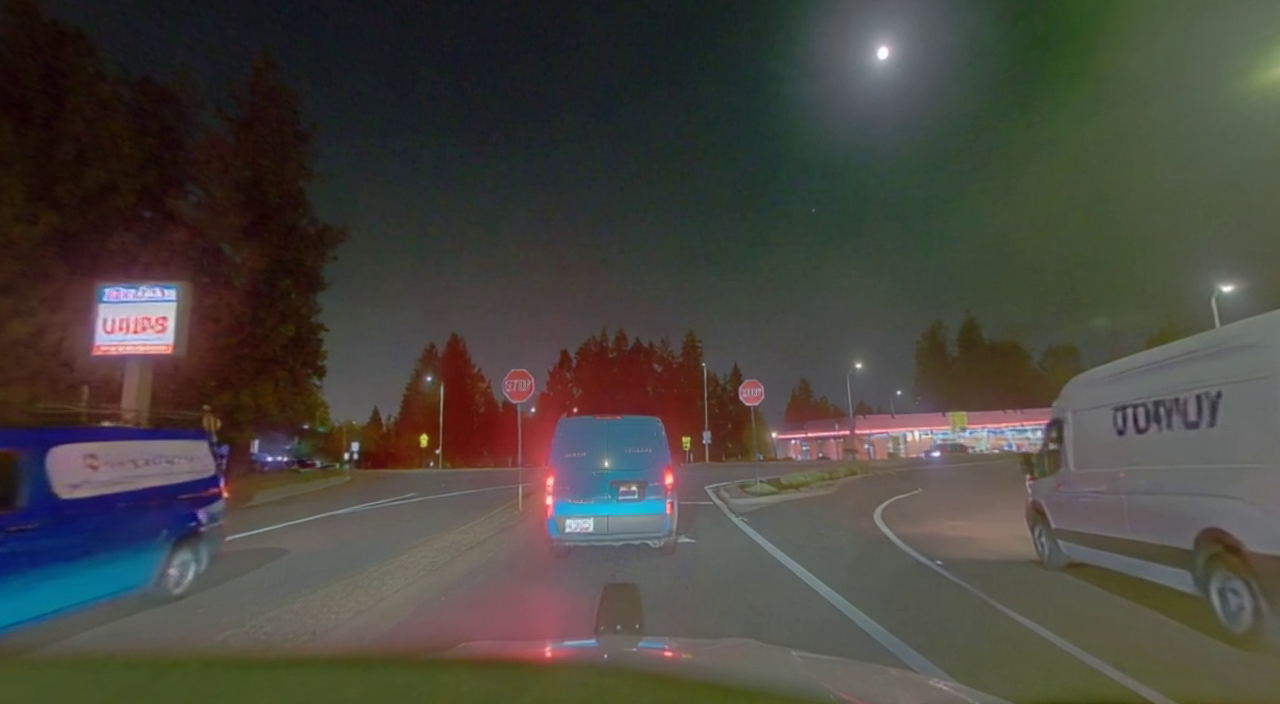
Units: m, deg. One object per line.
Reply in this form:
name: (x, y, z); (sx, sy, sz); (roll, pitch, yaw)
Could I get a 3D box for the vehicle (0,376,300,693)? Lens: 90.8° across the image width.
vehicle: (-4.572, 1.162, 4.511); (1.985, 1.710, 4.651); (1, -9, -5)

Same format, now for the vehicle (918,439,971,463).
vehicle: (22.184, 7.215, 45.959); (1.985, 1.659, 4.512); (-9, -12, 44)

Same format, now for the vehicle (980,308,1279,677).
vehicle: (5.416, 1.148, 5.717); (2.385, 2.196, 5.640); (-2, -9, 10)

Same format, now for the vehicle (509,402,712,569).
vehicle: (-0.256, 1.816, 9.321); (2.237, 1.828, 4.546); (0, -9, 2)
